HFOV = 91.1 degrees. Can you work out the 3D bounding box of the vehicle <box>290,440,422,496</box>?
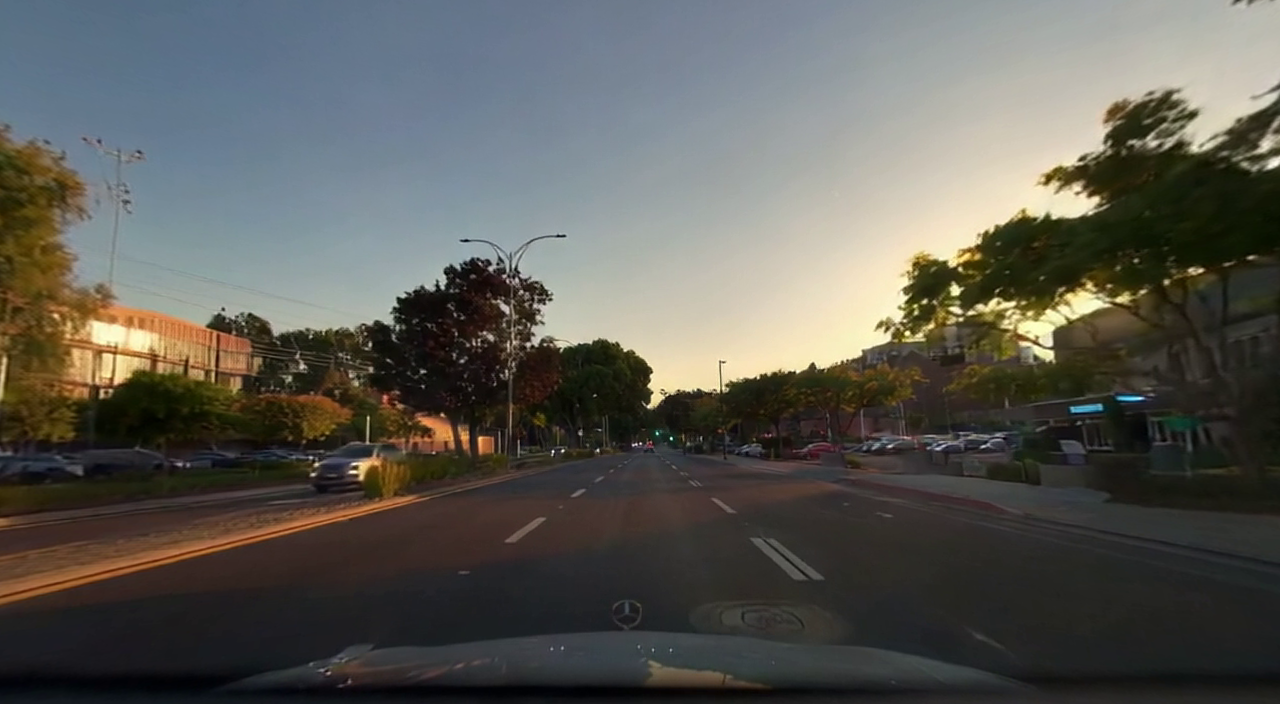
[{"bbox_3d":[-8.753,3.592,19.883,1.961,1.559,4.480,-1,-9,2],"label":"vehicle"}]
